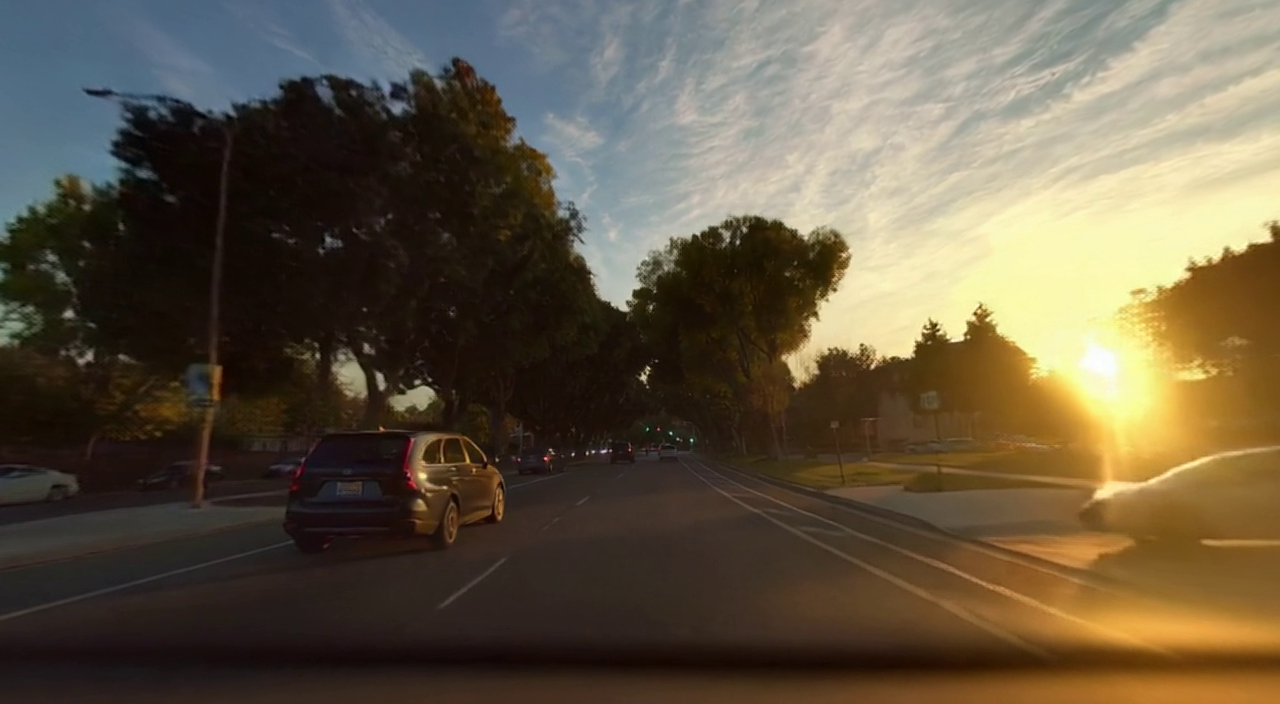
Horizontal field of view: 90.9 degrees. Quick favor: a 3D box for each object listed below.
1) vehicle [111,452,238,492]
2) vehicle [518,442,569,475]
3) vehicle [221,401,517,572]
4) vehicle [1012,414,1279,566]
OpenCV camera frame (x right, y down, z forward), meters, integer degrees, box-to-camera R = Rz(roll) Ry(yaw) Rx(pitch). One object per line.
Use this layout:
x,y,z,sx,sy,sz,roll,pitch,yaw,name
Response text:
-22.134,5.706,30.271,2.370,1.705,4.599,-1,-9,4,vehicle
-5.377,5.962,35.565,1.985,1.708,4.310,-1,-9,3,vehicle
-3.253,1.722,8.785,2.123,1.761,4.322,0,-9,1,vehicle
7.785,1.659,7.909,4.824,1.646,2.077,-1,-9,9,vehicle
